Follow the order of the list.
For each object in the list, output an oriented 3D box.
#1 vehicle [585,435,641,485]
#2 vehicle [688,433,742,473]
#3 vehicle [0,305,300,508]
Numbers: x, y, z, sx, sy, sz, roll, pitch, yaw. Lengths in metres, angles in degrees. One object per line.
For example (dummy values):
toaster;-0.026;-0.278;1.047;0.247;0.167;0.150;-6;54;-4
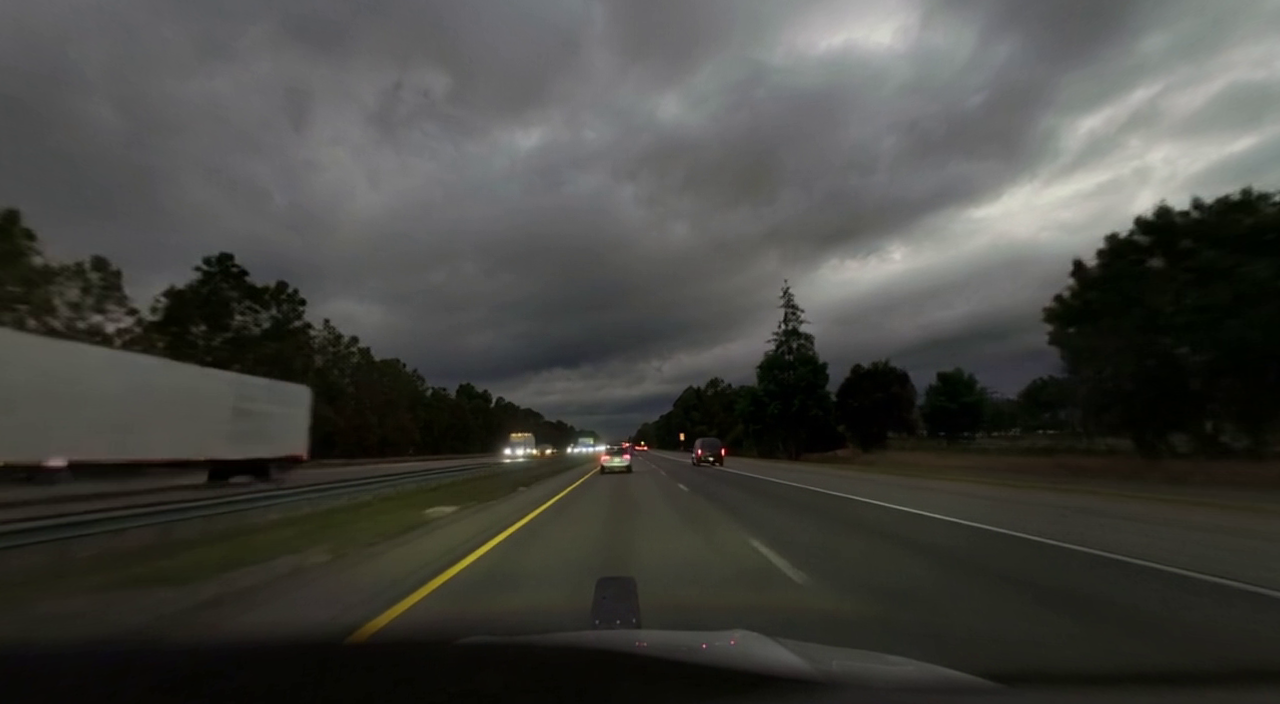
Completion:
vehicle;-0.975;4.147;24.232;1.963;1.711;4.284;0;-9;-1
vehicle;3.838;5.292;33.019;2.179;1.930;4.538;0;-9;-1
vehicle;-14.623;1.802;17.183;2.913;4.112;13.955;0;-9;-1
